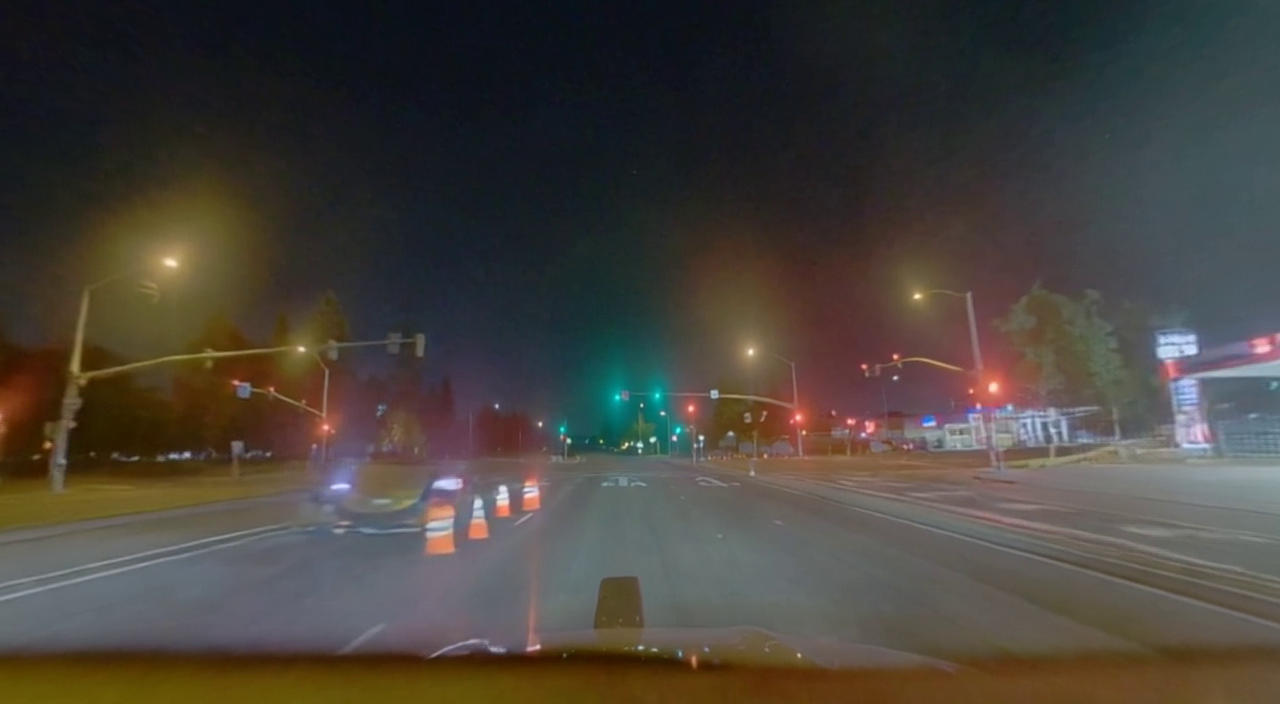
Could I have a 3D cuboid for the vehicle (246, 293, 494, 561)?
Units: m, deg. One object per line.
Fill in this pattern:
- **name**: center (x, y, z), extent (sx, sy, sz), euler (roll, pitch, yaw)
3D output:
- **vehicle**: center (-3.995, 1.157, 10.130), extent (2.637, 3.576, 3.006), euler (-1, -7, -1)
